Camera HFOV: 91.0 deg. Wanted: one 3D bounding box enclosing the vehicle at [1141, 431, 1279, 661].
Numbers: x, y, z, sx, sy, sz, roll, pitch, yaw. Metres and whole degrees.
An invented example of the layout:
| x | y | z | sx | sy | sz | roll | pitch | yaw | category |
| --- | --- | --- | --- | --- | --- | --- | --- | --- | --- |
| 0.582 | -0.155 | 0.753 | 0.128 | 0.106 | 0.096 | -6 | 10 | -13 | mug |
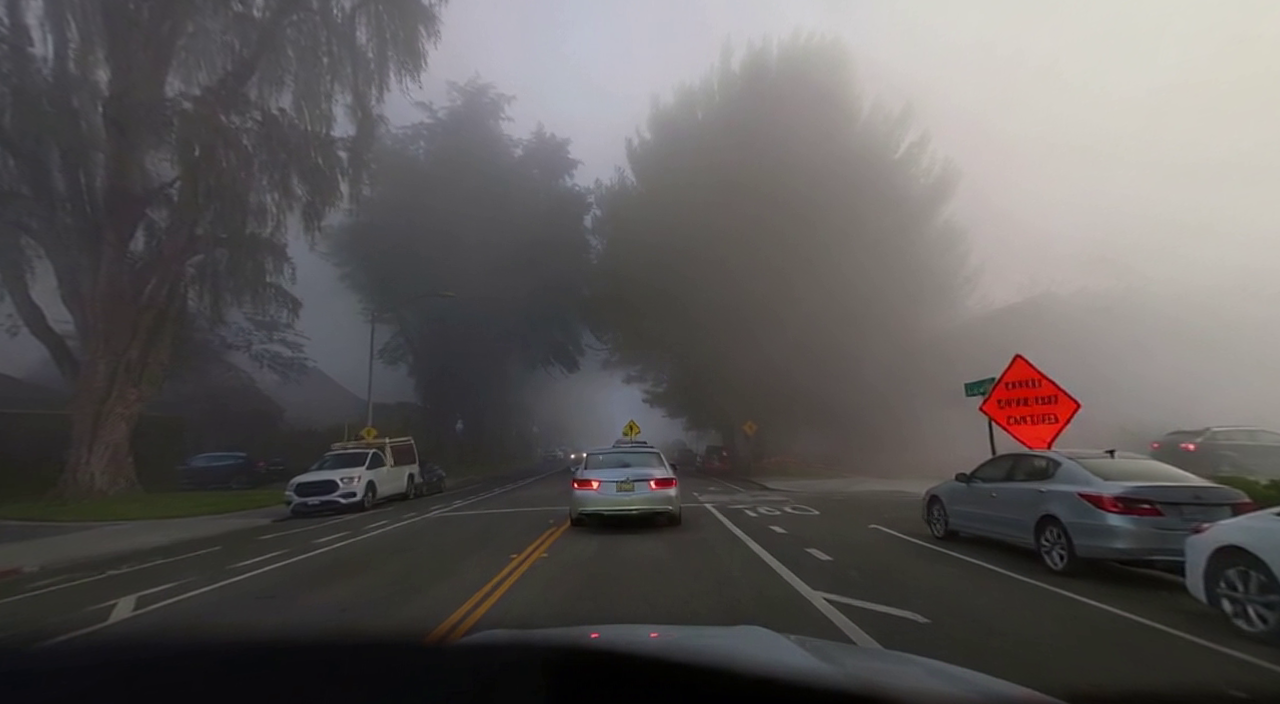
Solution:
| x | y | z | sx | sy | sz | roll | pitch | yaw | category |
| --- | --- | --- | --- | --- | --- | --- | --- | --- | --- |
| 5.102 | 1.076 | 2.840 | 1.864 | 1.480 | 4.587 | 0 | -9 | -1 | vehicle |

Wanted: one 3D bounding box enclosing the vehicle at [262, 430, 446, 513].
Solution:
| x | y | z | sx | sy | sz | roll | pitch | yaw | category |
| --- | --- | --- | --- | --- | --- | --- | --- | --- | --- |
| -8.148 | 3.462 | 18.903 | 2.659 | 2.047 | 6.014 | 0 | -8 | 0 | vehicle |

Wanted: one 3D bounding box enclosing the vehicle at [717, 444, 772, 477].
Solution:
| x | y | z | sx | sy | sz | roll | pitch | yaw | category |
| --- | --- | --- | --- | --- | --- | --- | --- | --- | --- |
| 4.921 | 5.151 | 30.159 | 1.985 | 1.481 | 4.116 | 0 | -9 | 1 | vehicle |

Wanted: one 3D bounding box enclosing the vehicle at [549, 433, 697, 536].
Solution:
| x | y | z | sx | sy | sz | roll | pitch | yaw | category |
| --- | --- | --- | --- | --- | --- | --- | --- | --- | --- |
| -0.235 | 2.241 | 11.252 | 2.151 | 1.481 | 4.084 | 0 | -9 | 0 | vehicle |

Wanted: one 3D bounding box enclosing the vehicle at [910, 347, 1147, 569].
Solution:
| x | y | z | sx | sy | sz | roll | pitch | yaw | category |
| --- | --- | --- | --- | --- | --- | --- | --- | --- | --- |
| 5.272 | 1.449 | 8.973 | 1.409 | 2.648 | 2.645 | 1 | -8 | -4 | vehicle |

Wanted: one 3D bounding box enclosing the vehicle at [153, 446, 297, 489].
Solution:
| x | y | z | sx | sy | sz | roll | pitch | yaw | category |
| --- | --- | --- | --- | --- | --- | --- | --- | --- | --- |
| -16.629 | 4.620 | 25.399 | 4.468 | 1.517 | 1.796 | -1 | -9 | -2 | vehicle |
